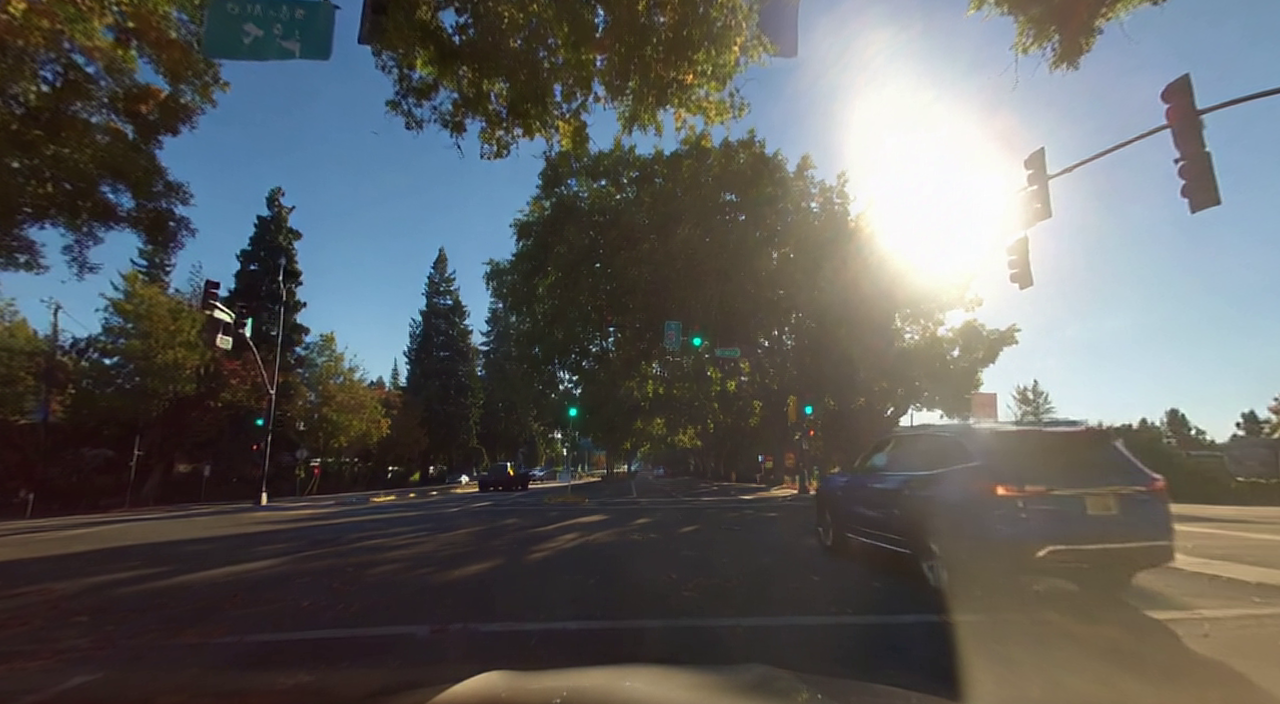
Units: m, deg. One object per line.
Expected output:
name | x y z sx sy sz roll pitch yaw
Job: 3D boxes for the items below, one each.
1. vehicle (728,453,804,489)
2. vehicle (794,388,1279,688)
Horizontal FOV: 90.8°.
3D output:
vehicle | 8.846 8.444 45.371 2.771 2.214 7.159 2 -9 -12
vehicle | 3.184 1.389 5.986 2.140 1.655 4.786 0 -9 -1
